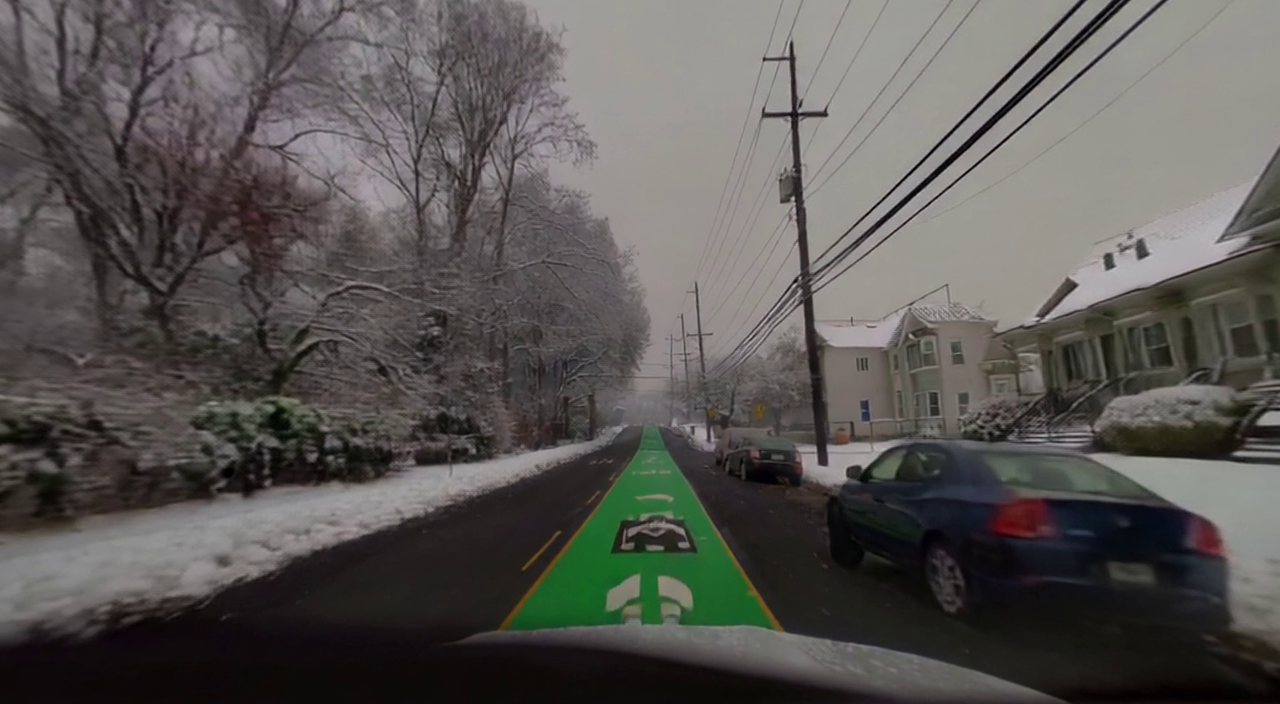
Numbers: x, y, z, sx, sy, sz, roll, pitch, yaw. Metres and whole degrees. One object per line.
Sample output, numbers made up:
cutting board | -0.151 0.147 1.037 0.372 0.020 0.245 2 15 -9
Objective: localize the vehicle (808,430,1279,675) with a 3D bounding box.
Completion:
vehicle | 3.370 1.594 6.240 2.235 1.500 4.496 0 -9 1

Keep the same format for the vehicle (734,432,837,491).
vehicle | 4.089 3.163 18.516 1.981 1.512 4.144 0 -9 -1
